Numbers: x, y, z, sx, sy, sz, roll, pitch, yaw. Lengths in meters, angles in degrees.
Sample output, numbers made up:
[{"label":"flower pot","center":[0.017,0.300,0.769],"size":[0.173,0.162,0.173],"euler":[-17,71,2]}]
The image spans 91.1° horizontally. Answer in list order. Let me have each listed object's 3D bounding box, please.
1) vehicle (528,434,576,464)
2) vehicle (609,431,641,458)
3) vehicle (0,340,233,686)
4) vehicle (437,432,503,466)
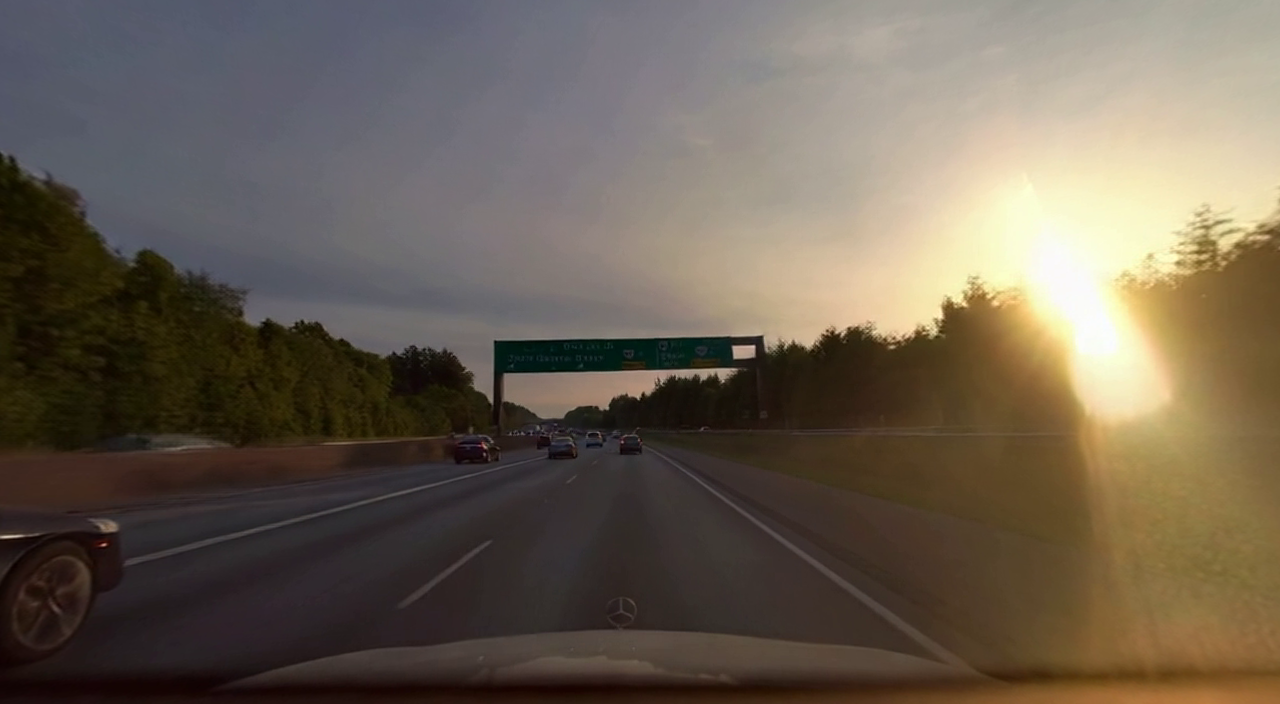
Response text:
[{"label":"vehicle","center":[-4.497,4.980,32.697],"size":[1.909,1.445,4.087],"euler":[0,-8,0]},{"label":"vehicle","center":[-0.944,5.888,40.278],"size":[2.002,1.611,3.778],"euler":[0,-8,-1]},{"label":"vehicle","center":[-4.377,0.814,3.005],"size":[1.971,1.822,4.366],"euler":[0,-8,-1]},{"label":"vehicle","center":[-8.374,4.794,31.465],"size":[1.953,1.524,4.863],"euler":[0,-8,0]}]
